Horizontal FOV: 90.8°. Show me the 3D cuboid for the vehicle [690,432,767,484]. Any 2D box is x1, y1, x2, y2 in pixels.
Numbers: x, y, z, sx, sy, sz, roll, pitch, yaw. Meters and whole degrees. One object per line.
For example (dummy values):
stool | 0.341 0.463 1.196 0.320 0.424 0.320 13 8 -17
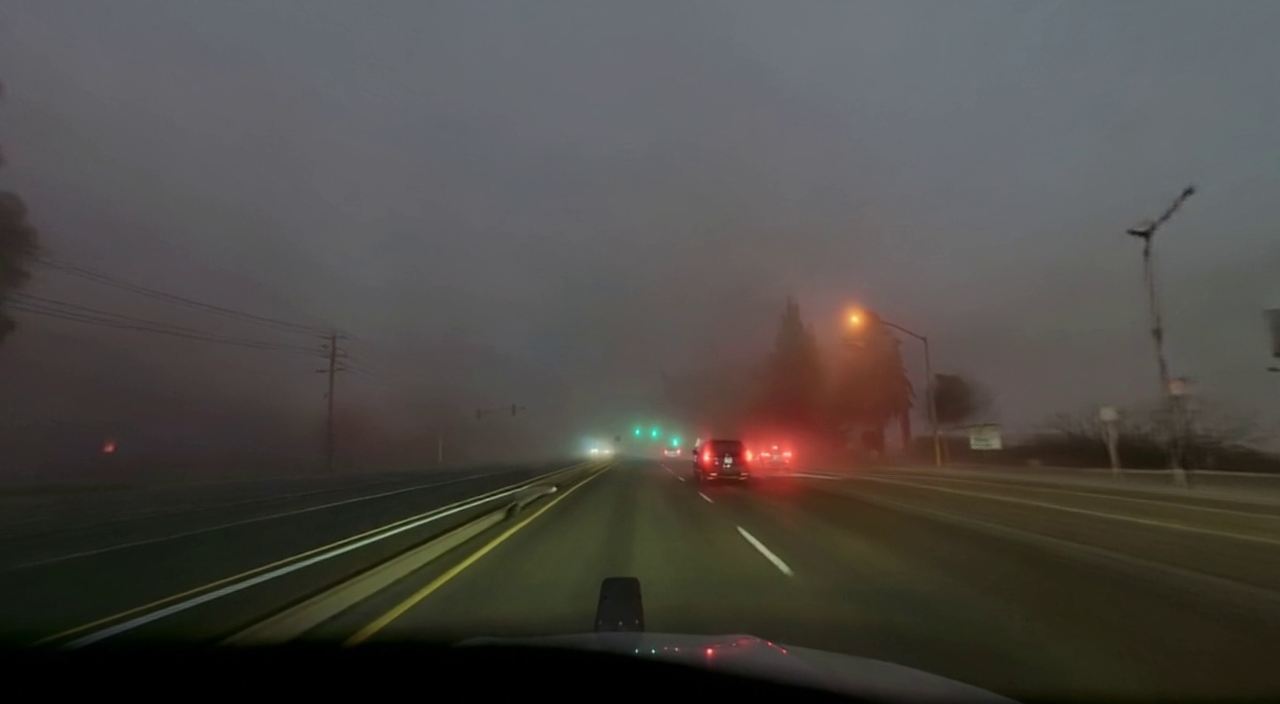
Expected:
vehicle | 3.003 3.714 22.433 2.078 1.668 4.078 0 -8 -1
